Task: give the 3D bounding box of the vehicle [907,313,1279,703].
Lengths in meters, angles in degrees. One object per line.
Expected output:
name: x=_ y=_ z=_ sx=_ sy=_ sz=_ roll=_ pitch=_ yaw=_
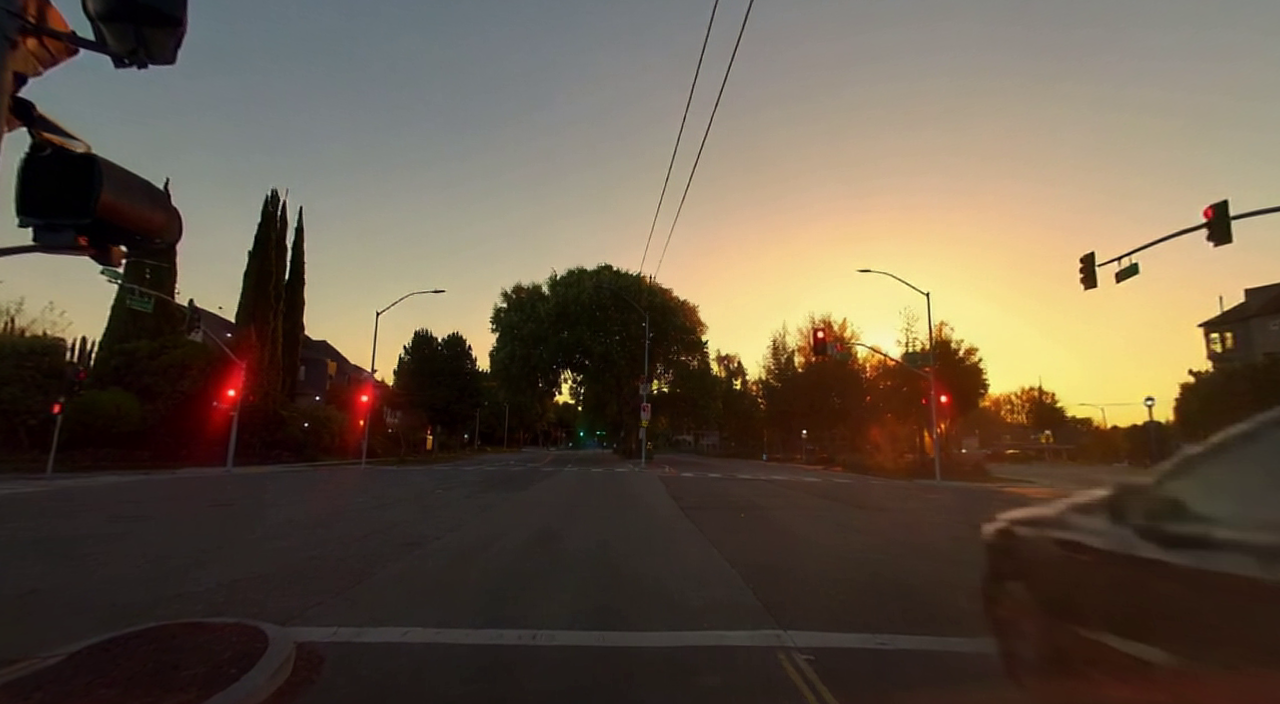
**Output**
vehicle: x=2.862 y=0.751 z=1.739 sx=2.150 sy=1.706 sz=4.754 roll=0 pitch=-8 yaw=0
